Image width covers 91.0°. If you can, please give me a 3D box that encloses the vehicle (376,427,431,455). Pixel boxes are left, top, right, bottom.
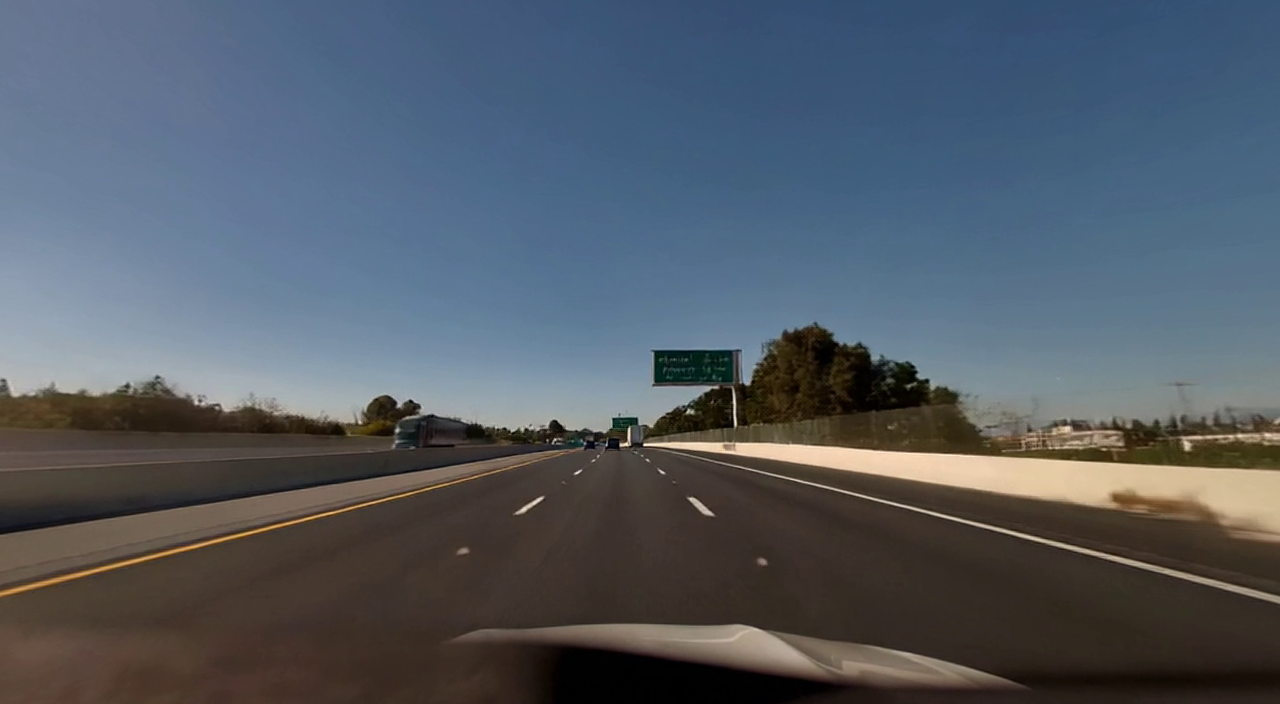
[{"bbox_3d":[-17.379,6.569,46.450,2.329,1.916,4.747,0,-8,-2],"label":"vehicle"}]
